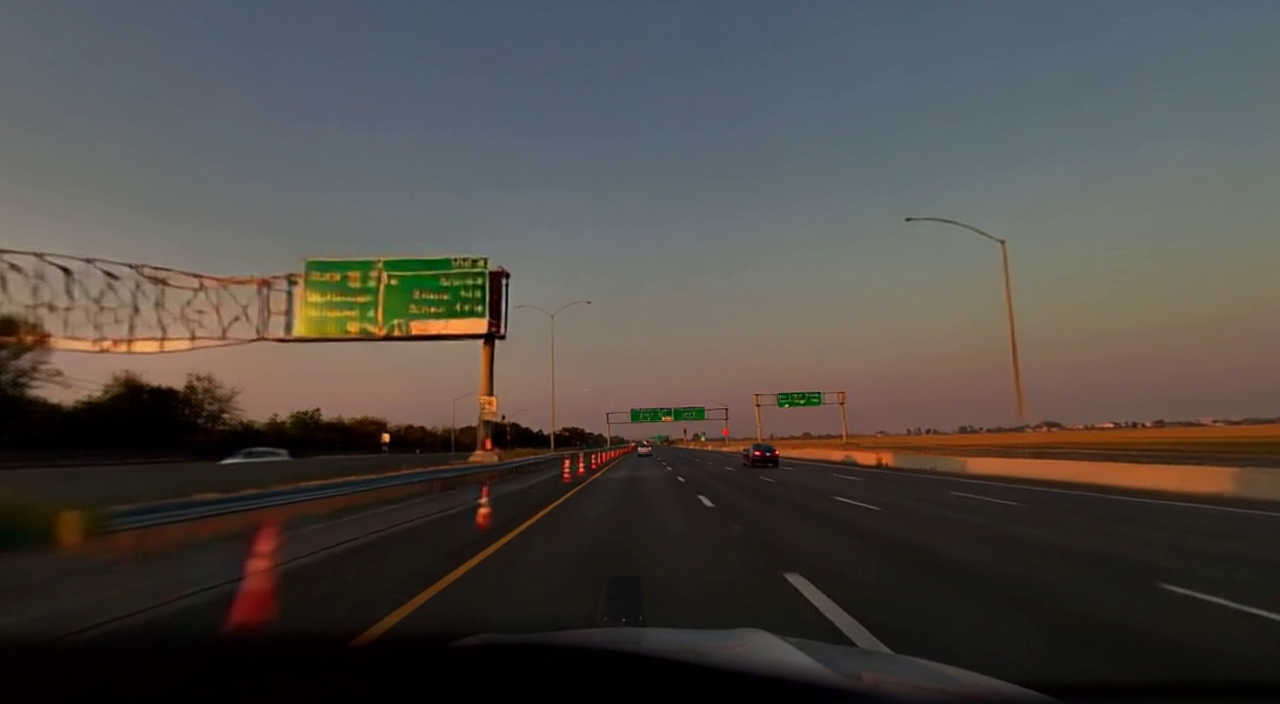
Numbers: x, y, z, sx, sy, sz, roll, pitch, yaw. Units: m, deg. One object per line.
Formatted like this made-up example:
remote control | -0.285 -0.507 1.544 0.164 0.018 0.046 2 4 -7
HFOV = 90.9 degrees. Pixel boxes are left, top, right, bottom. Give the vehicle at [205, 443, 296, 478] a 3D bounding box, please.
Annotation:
vehicle | -20.200 5.604 32.946 1.997 1.666 4.212 0 -8 0
